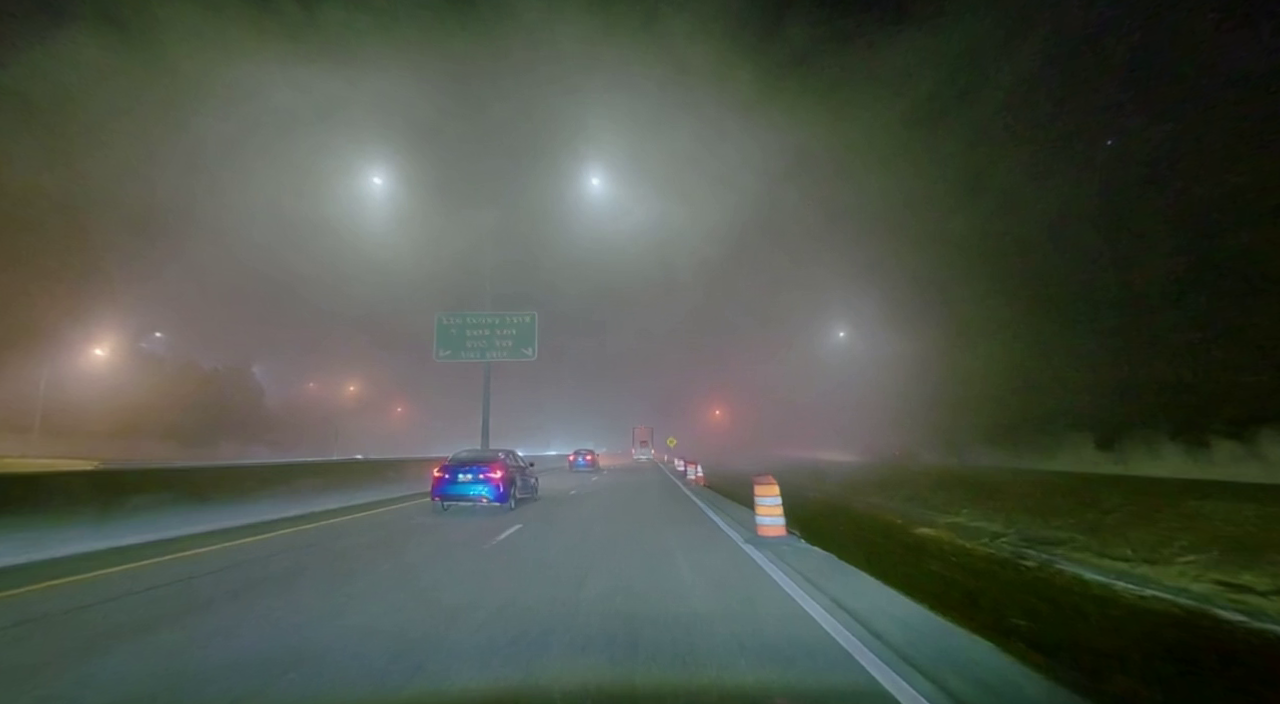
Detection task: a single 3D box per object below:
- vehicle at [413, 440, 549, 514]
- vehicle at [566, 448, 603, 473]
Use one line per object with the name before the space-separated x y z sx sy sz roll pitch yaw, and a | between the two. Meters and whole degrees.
vehicle | -3.656 2.952 15.459 2.012 1.510 4.672 0 -9 1
vehicle | -3.462 6.825 39.946 1.965 1.459 4.145 0 -9 0
